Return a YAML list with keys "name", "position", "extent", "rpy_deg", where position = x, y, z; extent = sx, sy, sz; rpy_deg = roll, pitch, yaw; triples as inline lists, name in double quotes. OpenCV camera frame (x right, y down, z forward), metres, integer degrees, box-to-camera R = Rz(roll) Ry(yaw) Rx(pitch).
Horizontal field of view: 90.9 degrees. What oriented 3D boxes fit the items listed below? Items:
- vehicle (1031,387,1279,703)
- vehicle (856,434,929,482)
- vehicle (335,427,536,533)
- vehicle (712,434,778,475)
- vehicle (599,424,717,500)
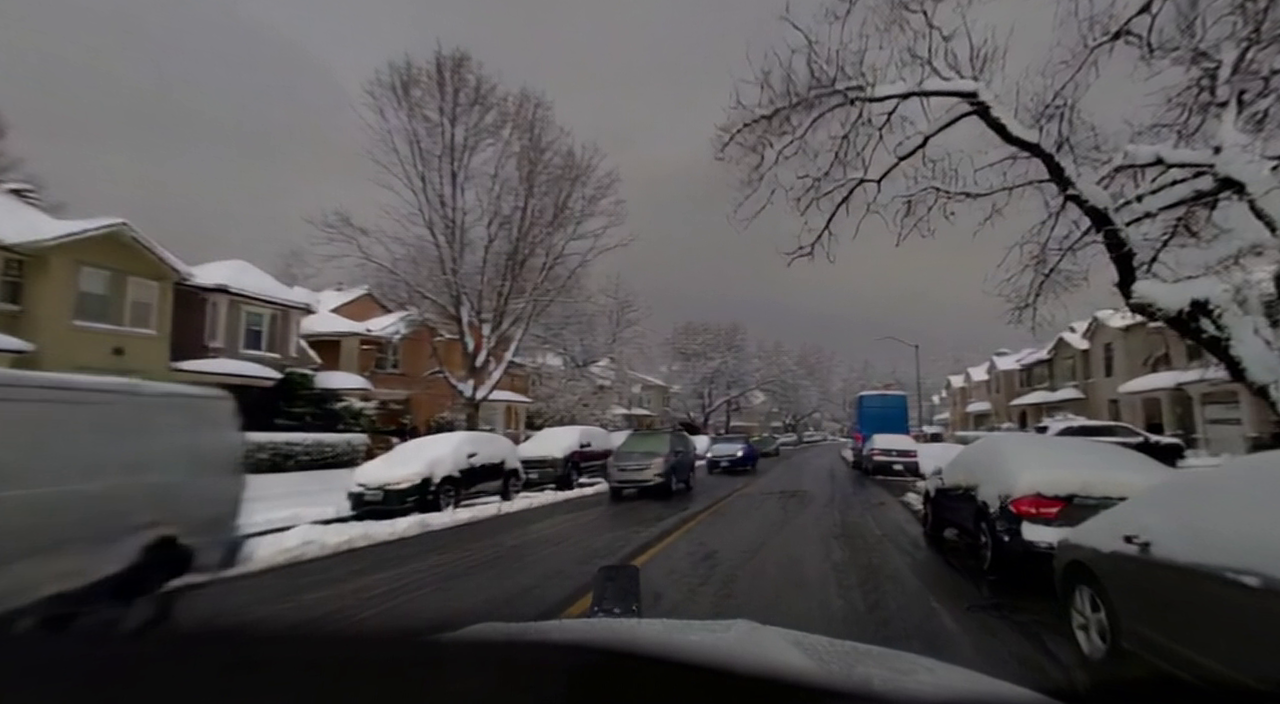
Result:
- name: "vehicle"
  position: [3.114, 0.837, 1.780]
  extent: [2.008, 1.507, 4.226]
  rpy_deg: [-2, -8, 12]
- name: "vehicle"
  position: [8.702, 3.624, 22.071]
  extent: [1.955, 1.500, 4.410]
  rpy_deg: [-2, -8, 17]
- name: "vehicle"
  position: [-3.494, 2.200, 11.563]
  extent: [1.828, 1.488, 3.785]
  rpy_deg: [-3, -6, 12]
- name: "vehicle"
  position: [4.408, 4.153, 25.913]
  extent: [1.889, 1.505, 3.849]
  rpy_deg: [-3, -8, 21]
- name: "vehicle"
  position: [0.637, 2.765, 16.353]
  extent: [1.959, 1.670, 4.255]
  rpy_deg: [-2, -8, 17]
